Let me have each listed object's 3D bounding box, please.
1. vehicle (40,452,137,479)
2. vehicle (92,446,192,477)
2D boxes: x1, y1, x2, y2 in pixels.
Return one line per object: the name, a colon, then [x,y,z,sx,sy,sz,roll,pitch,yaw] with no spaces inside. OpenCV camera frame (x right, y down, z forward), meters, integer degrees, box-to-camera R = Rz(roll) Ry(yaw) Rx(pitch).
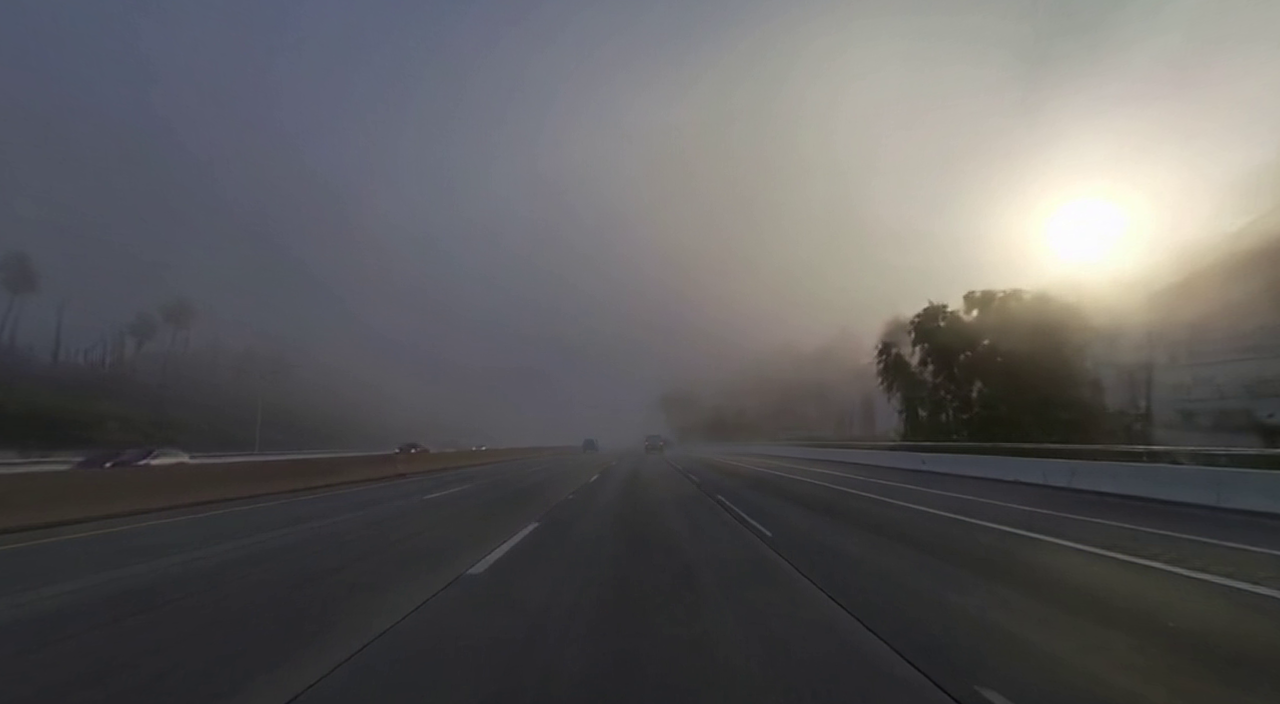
vehicle: [-34.400,7.055,39.358,1.877,1.546,4.656,0,-8,0]
vehicle: [-30.316,6.641,38.435,2.022,1.716,4.899,0,-8,0]
